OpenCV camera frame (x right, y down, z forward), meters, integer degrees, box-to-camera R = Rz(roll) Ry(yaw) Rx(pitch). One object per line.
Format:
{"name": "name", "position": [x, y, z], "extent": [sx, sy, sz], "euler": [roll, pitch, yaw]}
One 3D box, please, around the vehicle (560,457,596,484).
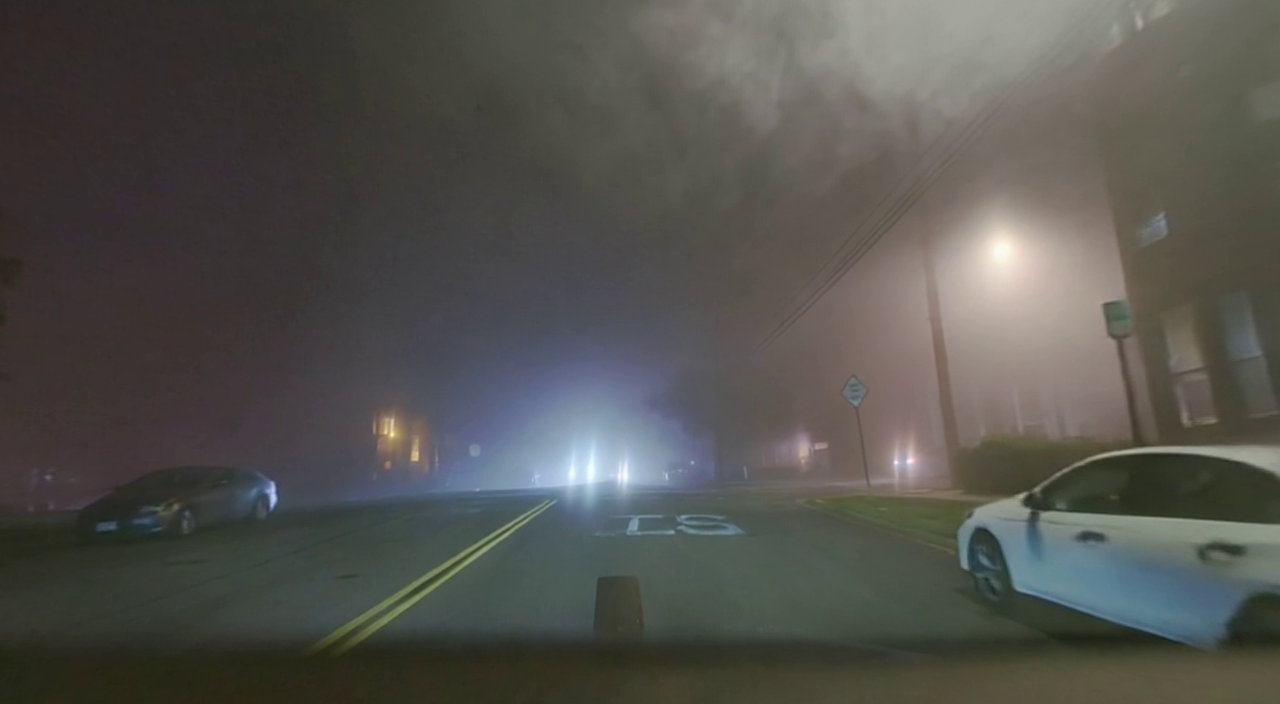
{"name": "vehicle", "position": [-4.202, 8.098, 43.247], "extent": [2.108, 1.651, 4.176], "euler": [0, -9, -1]}

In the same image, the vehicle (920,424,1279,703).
{"name": "vehicle", "position": [3.823, 1.240, 4.011], "extent": [1.946, 1.468, 4.721], "euler": [0, -9, 0]}

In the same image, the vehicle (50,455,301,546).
{"name": "vehicle", "position": [-9.440, 3.006, 13.515], "extent": [2.000, 1.495, 4.687], "euler": [0, -9, -3]}
